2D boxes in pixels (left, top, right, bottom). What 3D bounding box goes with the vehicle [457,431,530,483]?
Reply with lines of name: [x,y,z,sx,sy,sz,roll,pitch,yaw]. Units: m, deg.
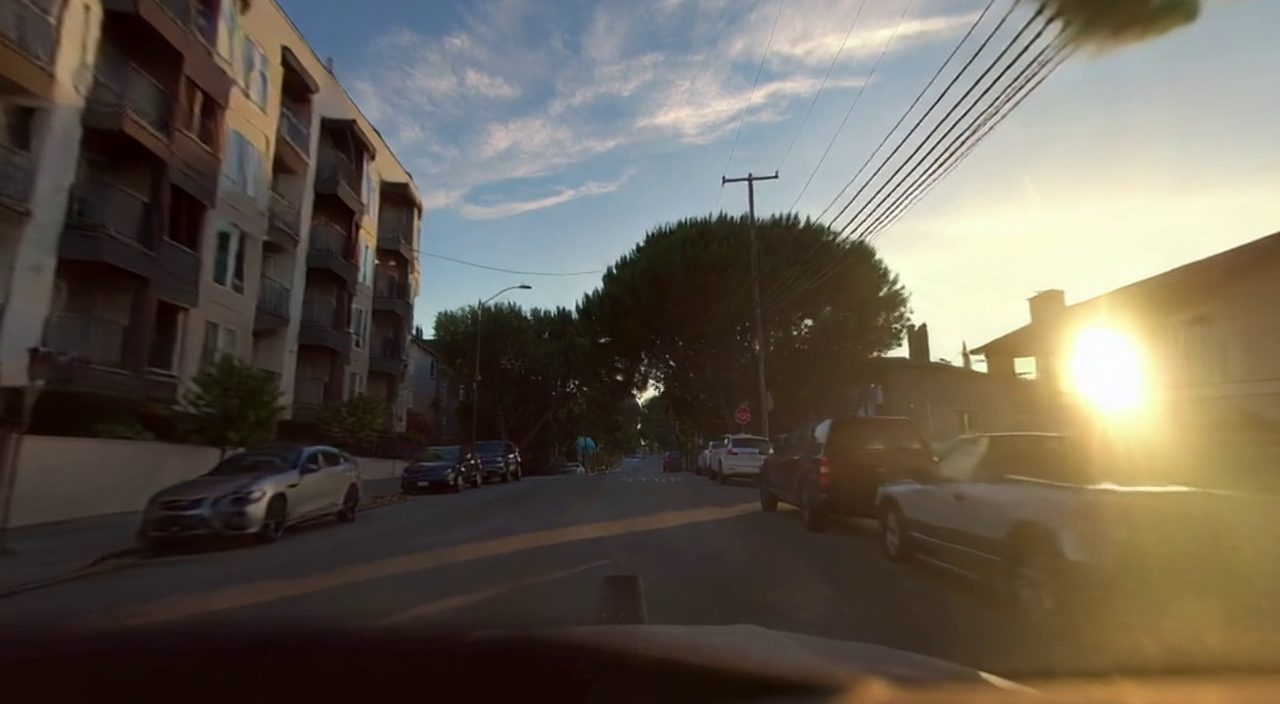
vehicle: [-6.144,4.539,27.121,2.076,1.913,5.060,-2,-10,-1]

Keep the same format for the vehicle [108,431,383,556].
vehicle: [-6.368,2.280,10.985,1.947,1.707,4.352,0,-8,0]

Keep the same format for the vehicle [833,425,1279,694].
vehicle: [3.580,1.509,5.958,1.925,1.489,4.655,0,-8,-2]

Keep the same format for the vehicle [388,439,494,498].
vehicle: [-6.418,3.777,20.949,2.069,1.647,4.359,-2,-8,1]

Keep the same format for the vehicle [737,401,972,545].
vehicle: [3.272,1.987,11.058,2.082,1.902,5.122,0,-8,-3]
